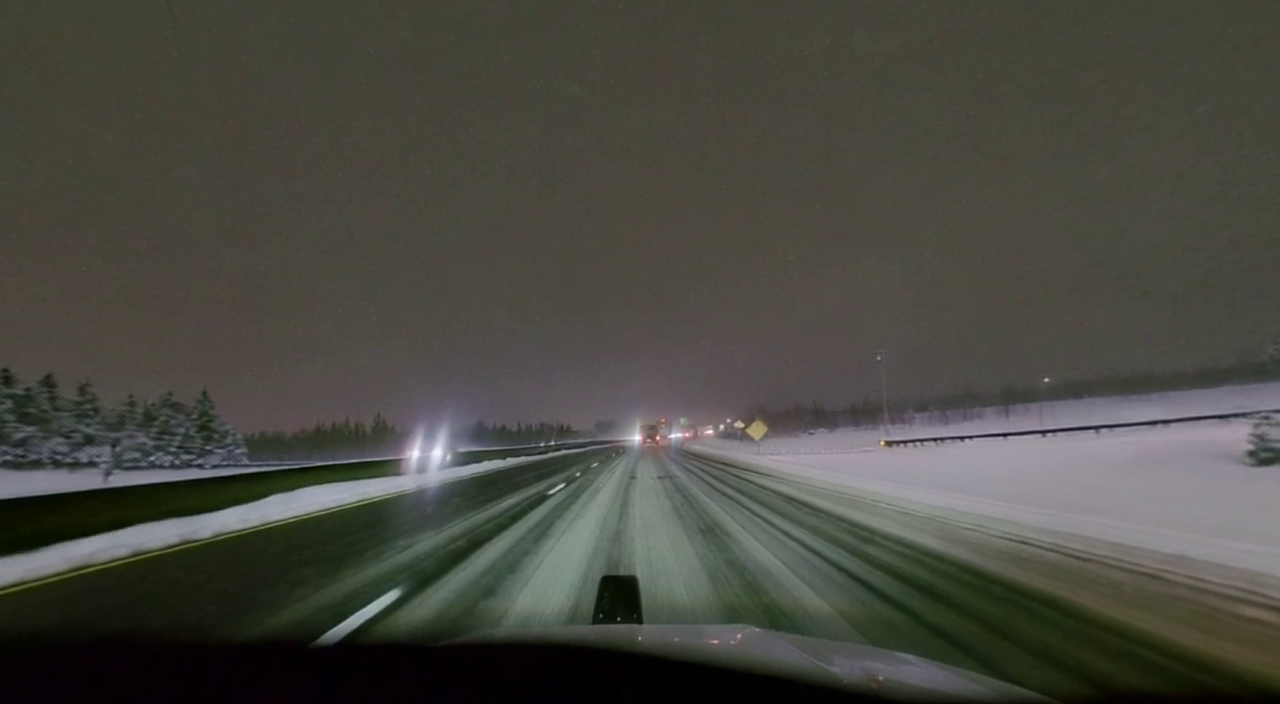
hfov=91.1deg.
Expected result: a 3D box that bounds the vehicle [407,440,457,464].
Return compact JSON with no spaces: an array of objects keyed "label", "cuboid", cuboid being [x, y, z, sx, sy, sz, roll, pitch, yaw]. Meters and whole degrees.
[{"label":"vehicle","cuboid":[-13.573,6.528,41.232,1.815,1.480,4.254,0,-8,0]}]
